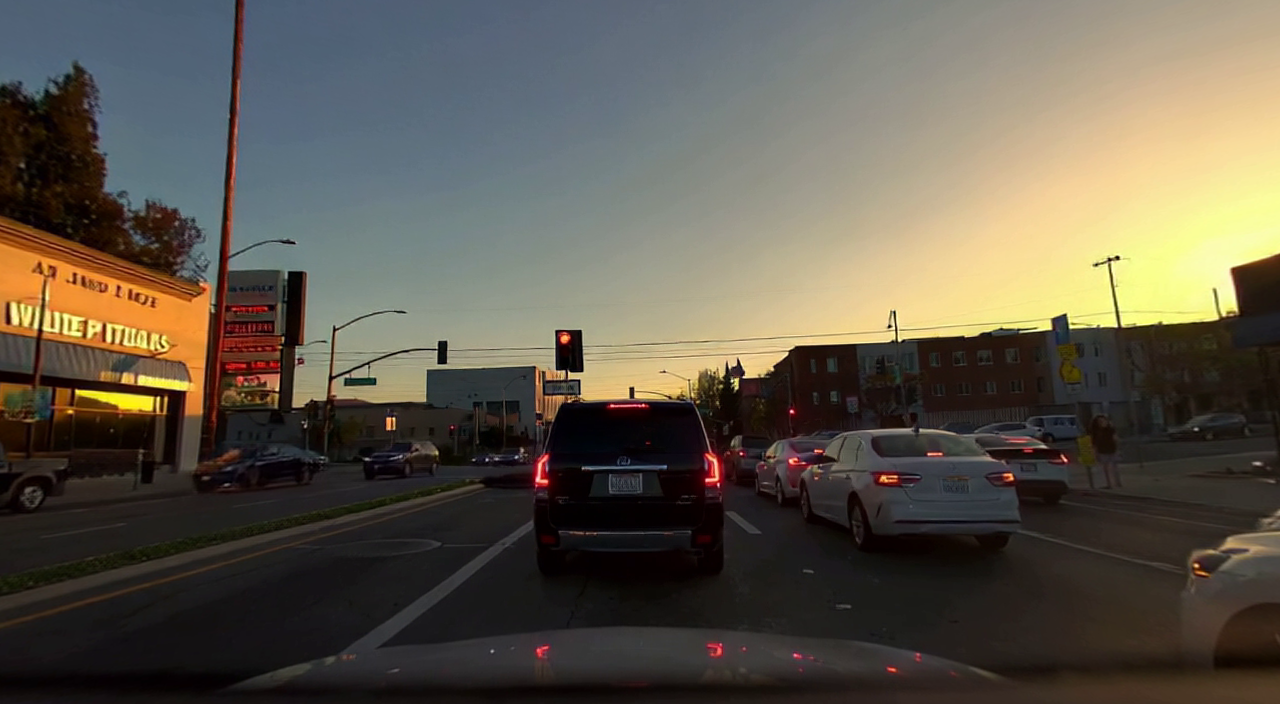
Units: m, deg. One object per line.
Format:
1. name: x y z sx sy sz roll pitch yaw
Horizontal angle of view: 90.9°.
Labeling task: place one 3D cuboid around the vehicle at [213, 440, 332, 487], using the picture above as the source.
1. vehicle: -14.964 4.541 26.078 2.102 1.737 4.570 0 -8 1

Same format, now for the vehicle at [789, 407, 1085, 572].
1. vehicle: 3.623 1.759 8.830 2.036 1.719 4.318 0 -8 0

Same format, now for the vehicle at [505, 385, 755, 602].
1. vehicle: -0.002 1.537 7.682 2.154 1.861 4.280 0 -8 3

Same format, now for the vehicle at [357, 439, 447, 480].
1. vehicle: -11.575 5.264 31.163 2.224 1.840 5.290 0 -8 2

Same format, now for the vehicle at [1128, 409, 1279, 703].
1. vehicle: 3.367 0.733 0.811 1.884 1.484 4.609 0 -8 2
